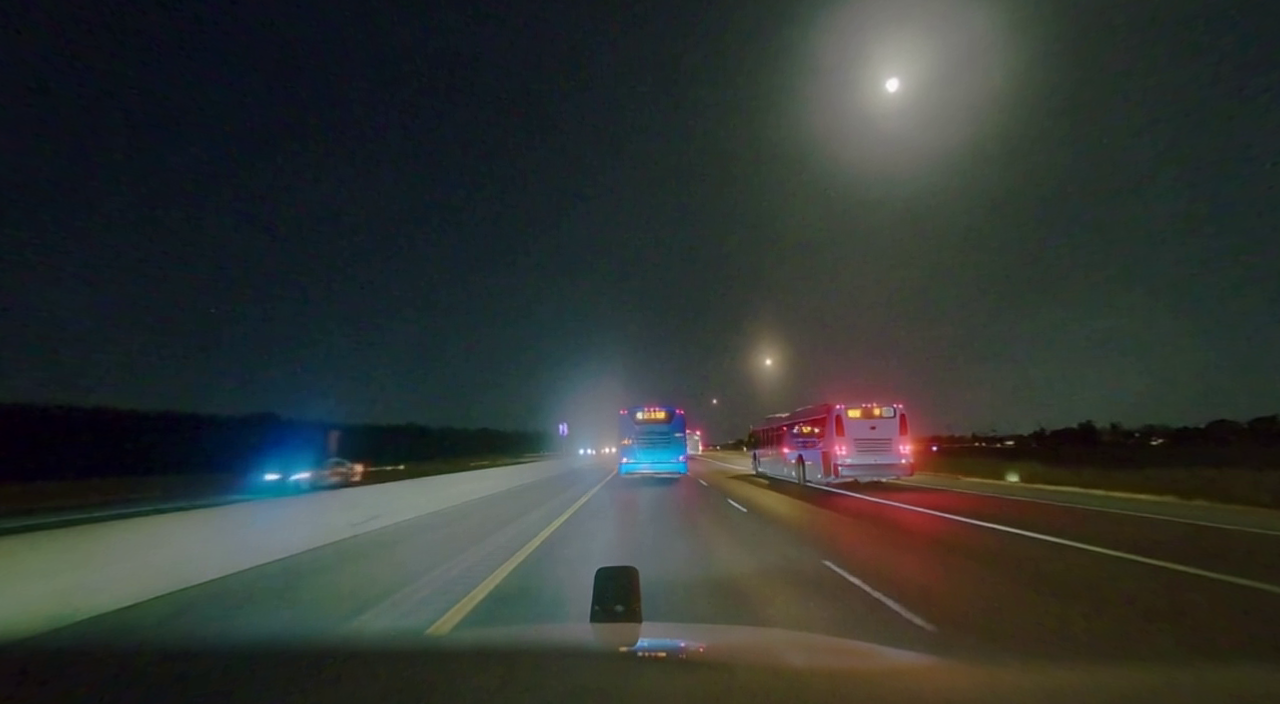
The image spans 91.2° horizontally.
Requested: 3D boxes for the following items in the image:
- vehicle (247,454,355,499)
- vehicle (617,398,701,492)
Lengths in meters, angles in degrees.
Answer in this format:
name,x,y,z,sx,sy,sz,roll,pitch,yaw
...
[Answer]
name,x,y,z,sx,sy,sz,roll,pitch,yaw
vehicle,-12.959,4.751,24.278,1.878,1.491,4.103,-1,-9,0
vehicle,0.451,3.106,20.916,2.414,2.675,5.574,0,-9,-2
